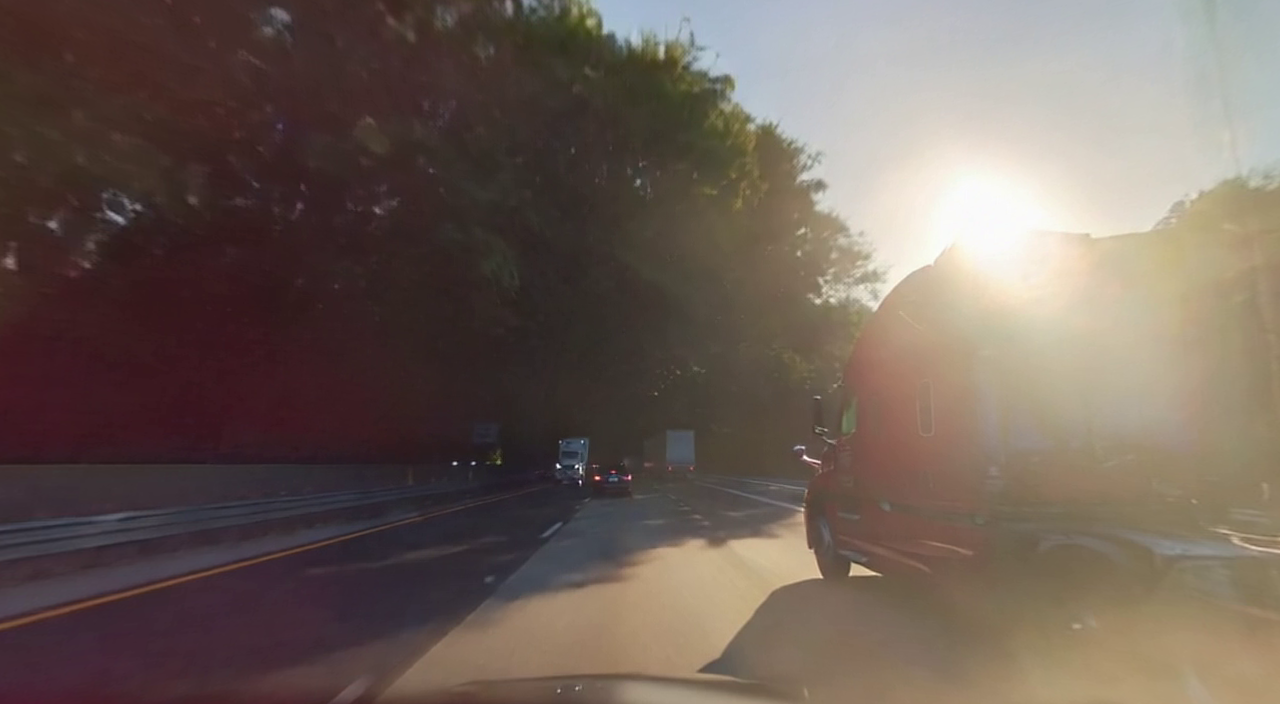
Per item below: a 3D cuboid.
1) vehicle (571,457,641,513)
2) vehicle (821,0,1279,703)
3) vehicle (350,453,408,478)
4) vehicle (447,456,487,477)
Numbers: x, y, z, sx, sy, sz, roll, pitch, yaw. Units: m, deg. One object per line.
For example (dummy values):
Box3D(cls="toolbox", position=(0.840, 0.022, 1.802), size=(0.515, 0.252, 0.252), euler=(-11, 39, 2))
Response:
Box3D(cls="vehicle", position=(-1.045, 4.334, 20.975), size=(2.010, 1.580, 4.949), euler=(1, -10, -1))
Box3D(cls="vehicle", position=(3.933, -0.272, 1.298), size=(2.856, 4.040, 14.009), euler=(1, -10, 0))
Box3D(cls="vehicle", position=(-17.021, 7.436, 41.358), size=(1.919, 1.504, 4.638), euler=(1, -10, -1))
Box3D(cls="vehicle", position=(-13.630, 9.058, 49.946), size=(2.009, 1.548, 4.603), euler=(1, -10, -2))
